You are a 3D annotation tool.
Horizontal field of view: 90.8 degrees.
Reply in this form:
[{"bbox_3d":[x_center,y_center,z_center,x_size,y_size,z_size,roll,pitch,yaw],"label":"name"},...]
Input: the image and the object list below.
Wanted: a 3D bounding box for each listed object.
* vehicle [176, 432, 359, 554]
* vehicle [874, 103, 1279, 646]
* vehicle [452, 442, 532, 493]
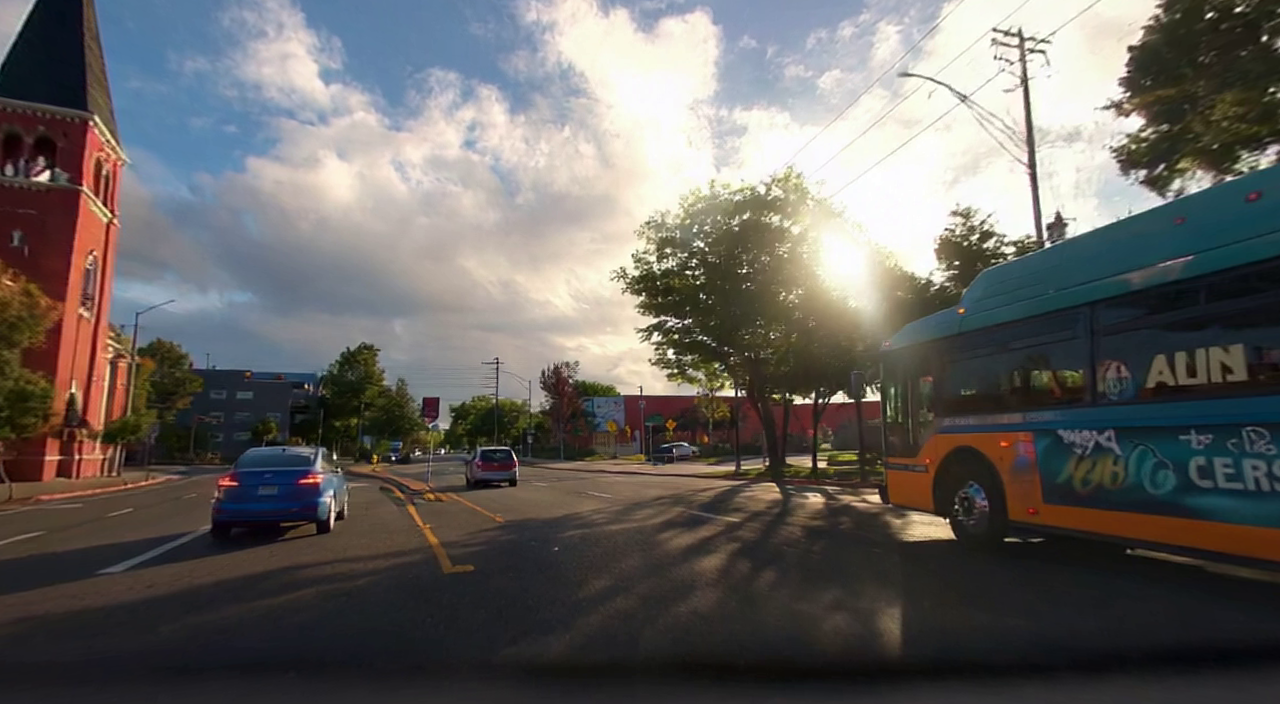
[{"bbox_3d":[-6.068,2.243,10.870,2.060,1.624,4.179,3,-9,-22],"label":"vehicle"},{"bbox_3d":[5.567,0.020,3.242,3.028,3.353,12.630,0,-9,-5],"label":"vehicle"},{"bbox_3d":[-5.455,4.110,22.858,2.032,1.621,4.082,3,-9,-24],"label":"vehicle"}]
